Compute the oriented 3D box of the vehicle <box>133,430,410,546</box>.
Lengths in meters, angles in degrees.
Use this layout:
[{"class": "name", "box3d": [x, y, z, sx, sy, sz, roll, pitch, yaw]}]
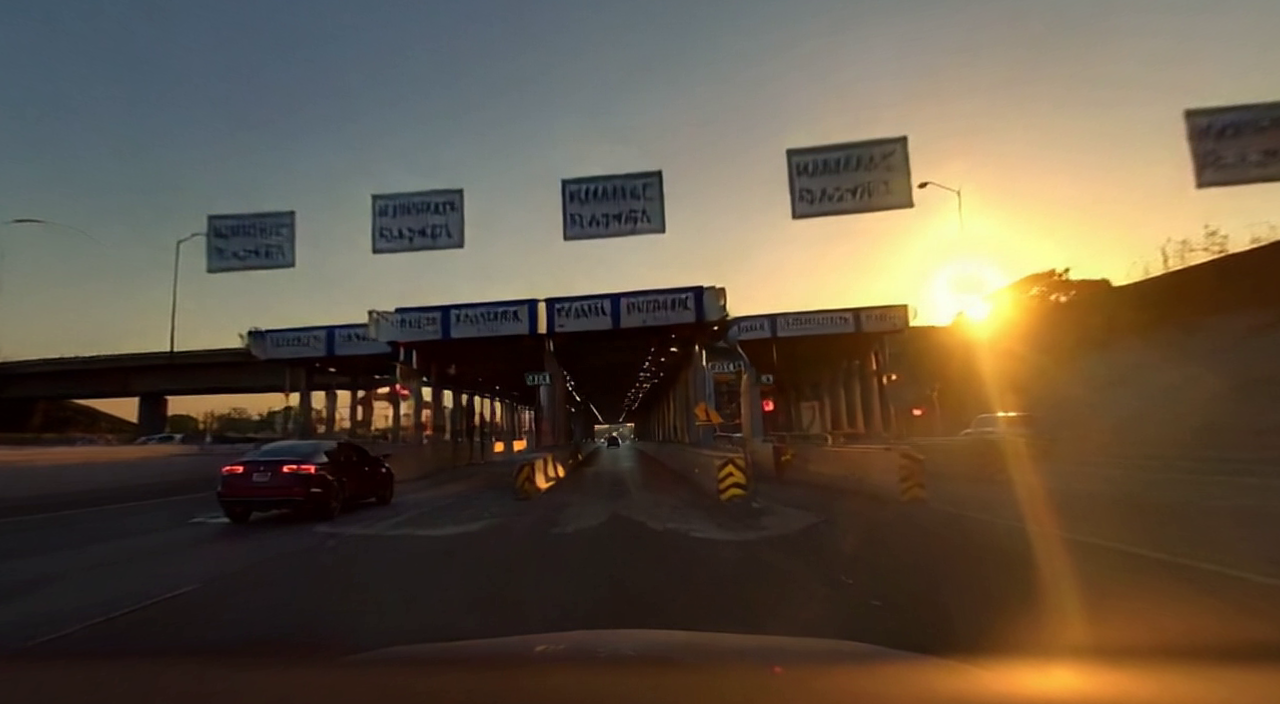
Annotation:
[{"class": "vehicle", "box3d": [-5.512, 2.053, 10.303, 1.981, 1.465, 4.334, 0, -8, -1]}]
